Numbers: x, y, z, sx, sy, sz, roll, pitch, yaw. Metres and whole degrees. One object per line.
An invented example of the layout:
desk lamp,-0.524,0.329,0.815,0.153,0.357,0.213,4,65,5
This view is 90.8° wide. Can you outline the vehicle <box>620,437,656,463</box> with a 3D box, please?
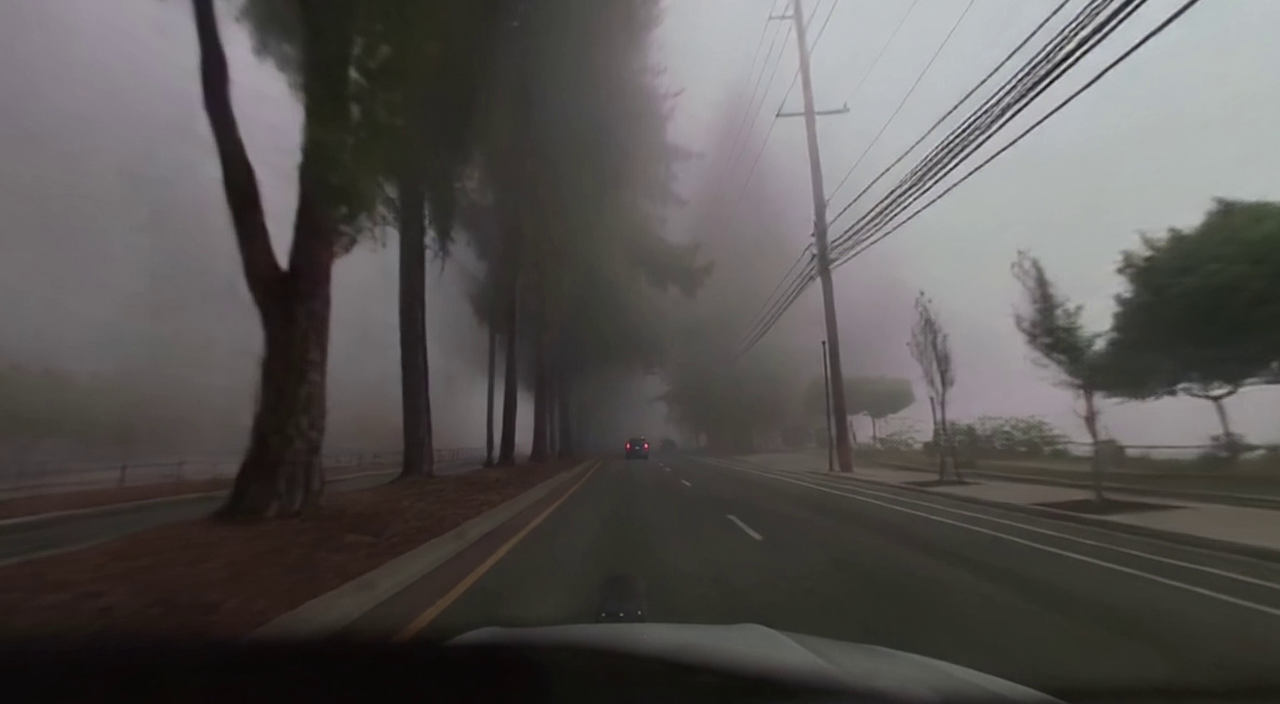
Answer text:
vehicle,-0.190,6.043,39.325,2.109,1.501,4.042,0,-8,-2
